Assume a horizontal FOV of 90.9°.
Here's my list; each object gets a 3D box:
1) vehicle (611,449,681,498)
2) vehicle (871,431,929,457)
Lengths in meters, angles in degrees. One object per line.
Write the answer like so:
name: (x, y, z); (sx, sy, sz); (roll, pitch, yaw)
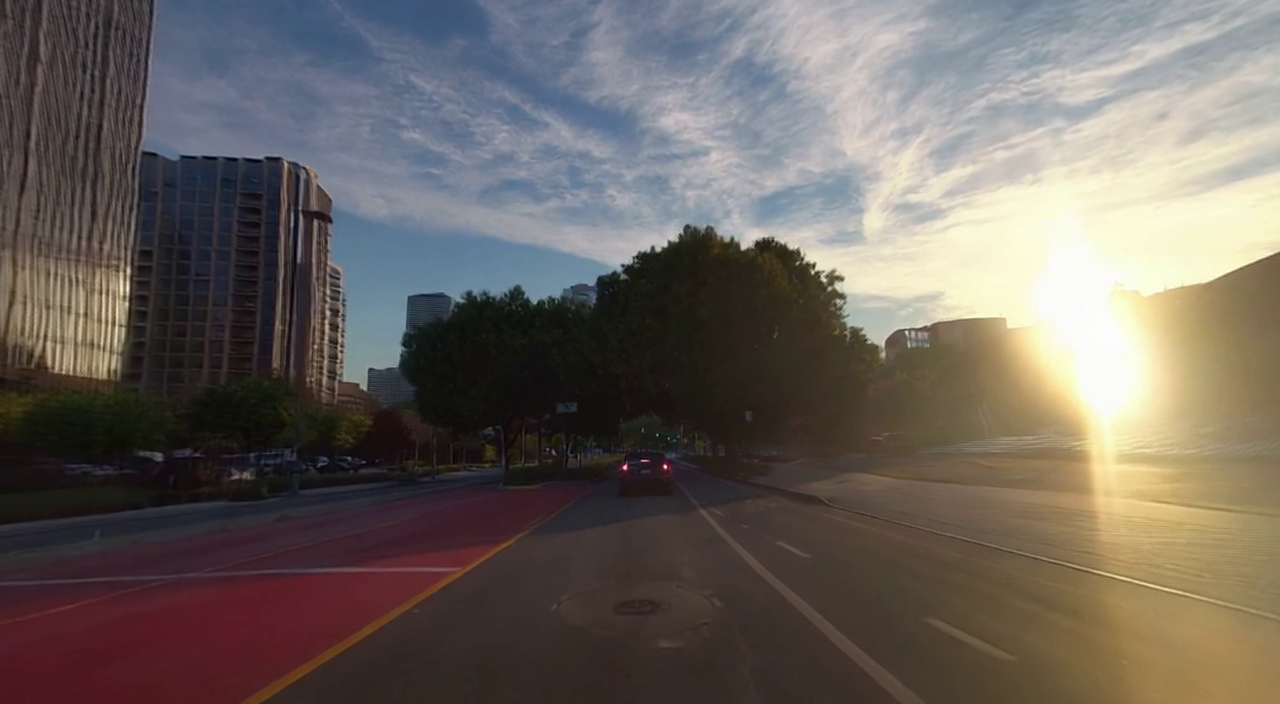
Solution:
vehicle: (0.167, 3.919, 20.689); (2.063, 1.442, 4.135); (0, -9, 0)
vehicle: (15.662, 5.614, 38.201); (1.979, 1.460, 3.848); (-1, -10, 2)
